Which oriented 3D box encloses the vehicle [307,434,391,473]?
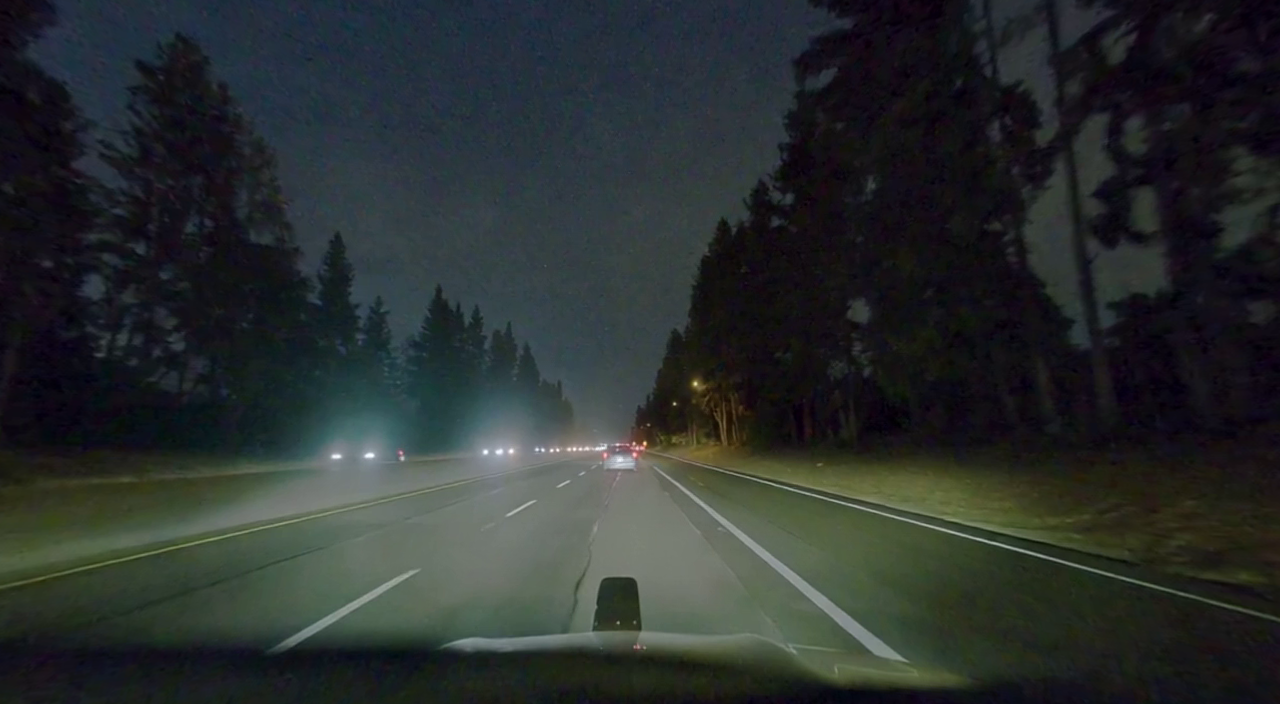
[{"bbox_3d":[-13.087,4.592,28.524,1.880,1.621,4.124,0,-9,-1],"label":"vehicle"}]

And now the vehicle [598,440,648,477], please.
[{"bbox_3d":[-0.739,4.800,28.458,2.095,1.537,4.017,0,-9,-1],"label":"vehicle"}]
